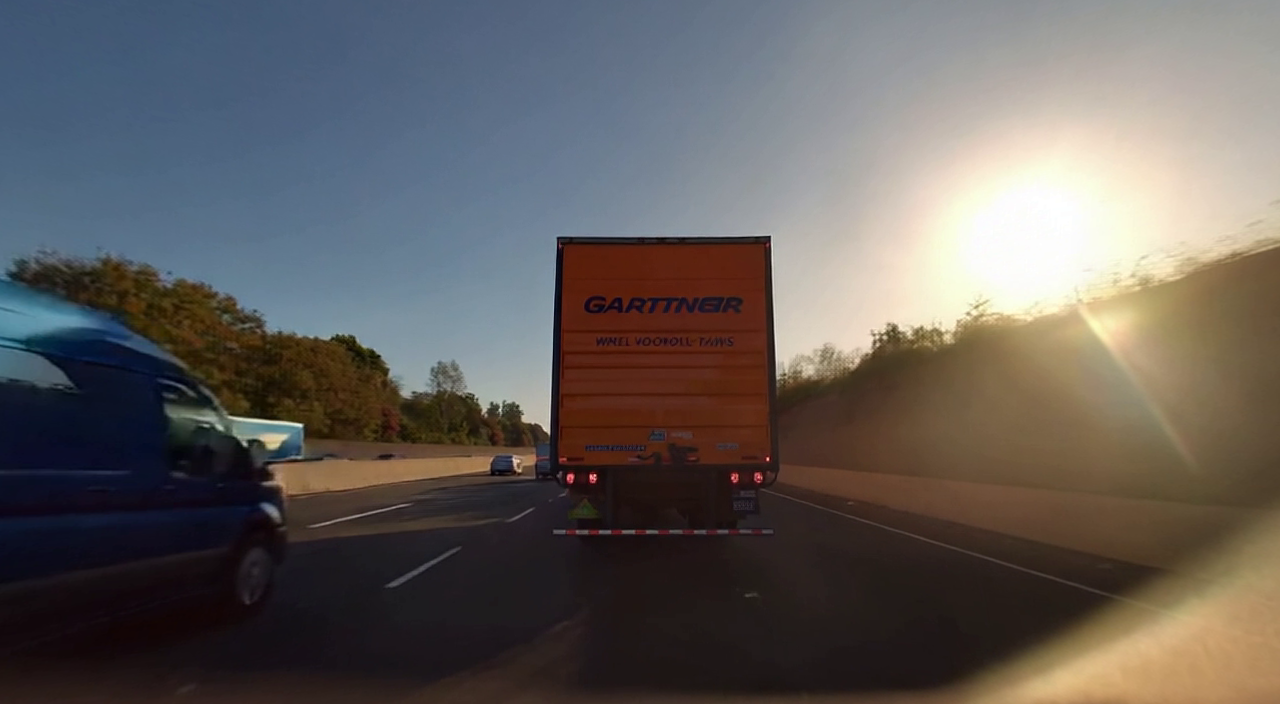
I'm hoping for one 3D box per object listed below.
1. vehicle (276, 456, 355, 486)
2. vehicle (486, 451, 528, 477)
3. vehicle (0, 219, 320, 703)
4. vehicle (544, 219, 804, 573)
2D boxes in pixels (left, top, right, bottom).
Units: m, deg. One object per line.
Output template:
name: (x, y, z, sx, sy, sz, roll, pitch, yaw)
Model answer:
vehicle: (-17.093, 6.253, 33.505, 1.878, 1.441, 4.330, 0, -9, 0)
vehicle: (-8.233, 6.954, 39.410, 1.828, 1.502, 3.385, 0, -9, 1)
vehicle: (-4.139, 0.692, 3.278, 2.208, 2.522, 5.187, 0, -9, -1)
vehicle: (0.445, 1.246, 12.431, 2.853, 4.054, 10.557, 0, -9, 1)
